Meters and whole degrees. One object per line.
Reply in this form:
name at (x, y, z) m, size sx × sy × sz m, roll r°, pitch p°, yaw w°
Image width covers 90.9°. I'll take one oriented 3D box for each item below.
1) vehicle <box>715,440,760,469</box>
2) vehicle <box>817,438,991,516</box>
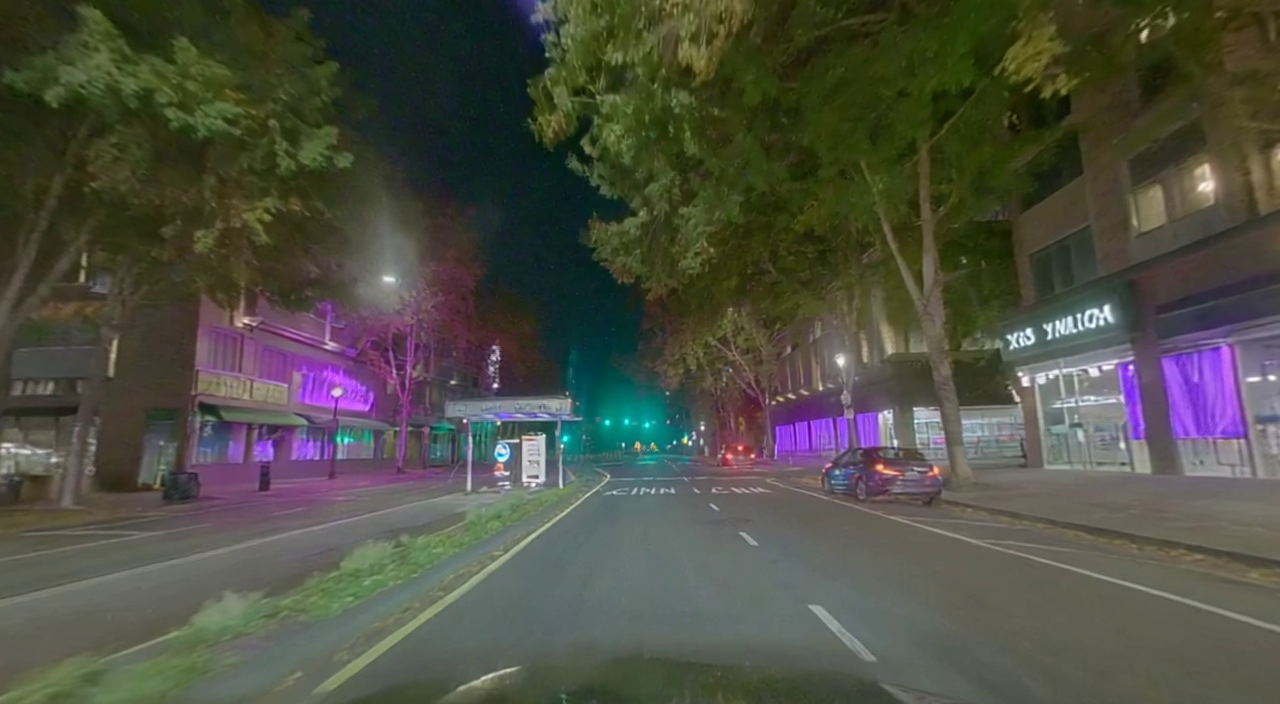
vehicle at (6.761, 7.166, 44.193) m, size 2.112 × 1.894 × 4.910 m, roll 0°, pitch -8°, yaw -3°
vehicle at (5.994, 2.882, 15.141) m, size 2.088 × 1.543 × 4.964 m, roll 0°, pitch -8°, yaw 1°
